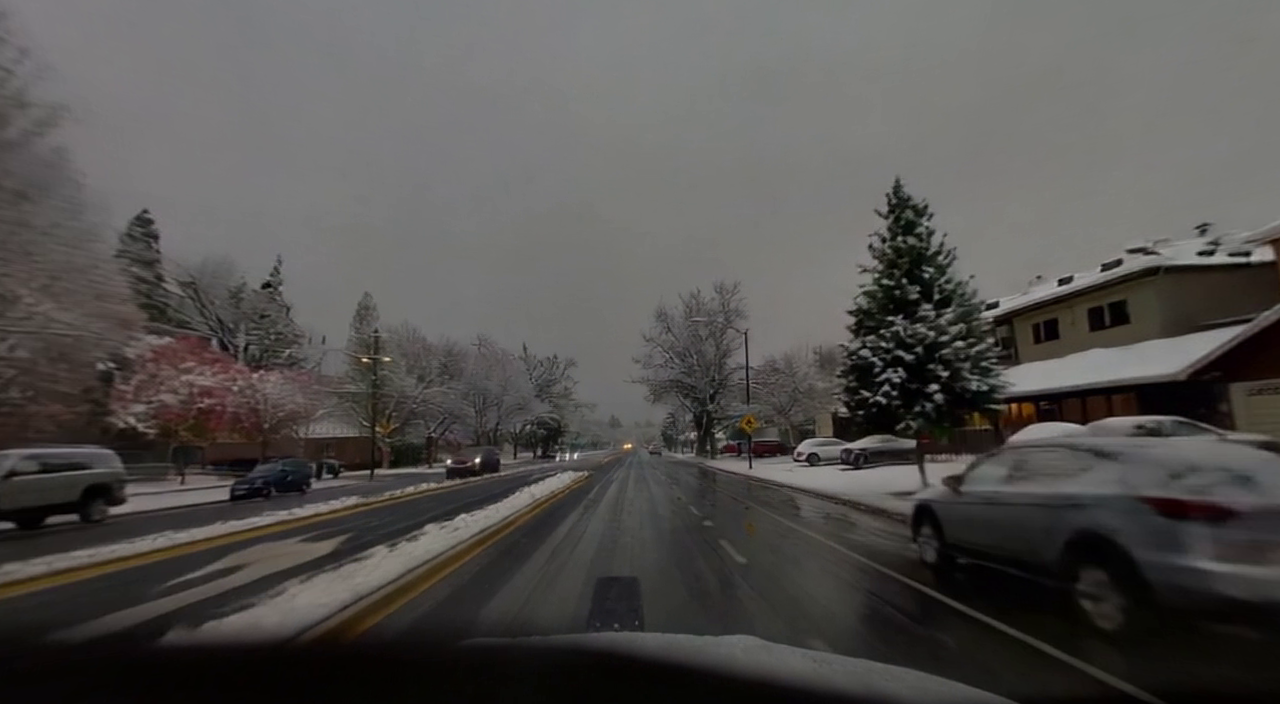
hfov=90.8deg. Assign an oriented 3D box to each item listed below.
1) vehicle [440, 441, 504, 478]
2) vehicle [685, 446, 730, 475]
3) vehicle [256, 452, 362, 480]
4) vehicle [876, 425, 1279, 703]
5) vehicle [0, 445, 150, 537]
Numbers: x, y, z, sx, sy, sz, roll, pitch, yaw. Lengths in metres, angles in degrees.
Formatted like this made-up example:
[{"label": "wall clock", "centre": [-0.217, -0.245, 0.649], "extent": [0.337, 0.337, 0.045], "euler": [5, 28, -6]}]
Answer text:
[{"label": "vehicle", "centre": [-8.585, 5.508, 32.768], "extent": [2.041, 1.760, 4.522], "euler": [0, -8, 1]}, {"label": "vehicle", "centre": [3.716, 6.058, 35.683], "extent": [1.991, 1.500, 4.562], "euler": [0, -8, -1]}, {"label": "vehicle", "centre": [-18.824, 6.468, 36.094], "extent": [4.880, 1.500, 1.965], "euler": [0, -8, -2]}, {"label": "vehicle", "centre": [4.045, 1.437, 5.570], "extent": [1.946, 1.431, 4.695], "euler": [0, -8, -2]}, {"label": "vehicle", "centre": [-13.029, 2.900, 13.361], "extent": [1.978, 1.706, 4.310], "euler": [-3, -8, -1]}]
